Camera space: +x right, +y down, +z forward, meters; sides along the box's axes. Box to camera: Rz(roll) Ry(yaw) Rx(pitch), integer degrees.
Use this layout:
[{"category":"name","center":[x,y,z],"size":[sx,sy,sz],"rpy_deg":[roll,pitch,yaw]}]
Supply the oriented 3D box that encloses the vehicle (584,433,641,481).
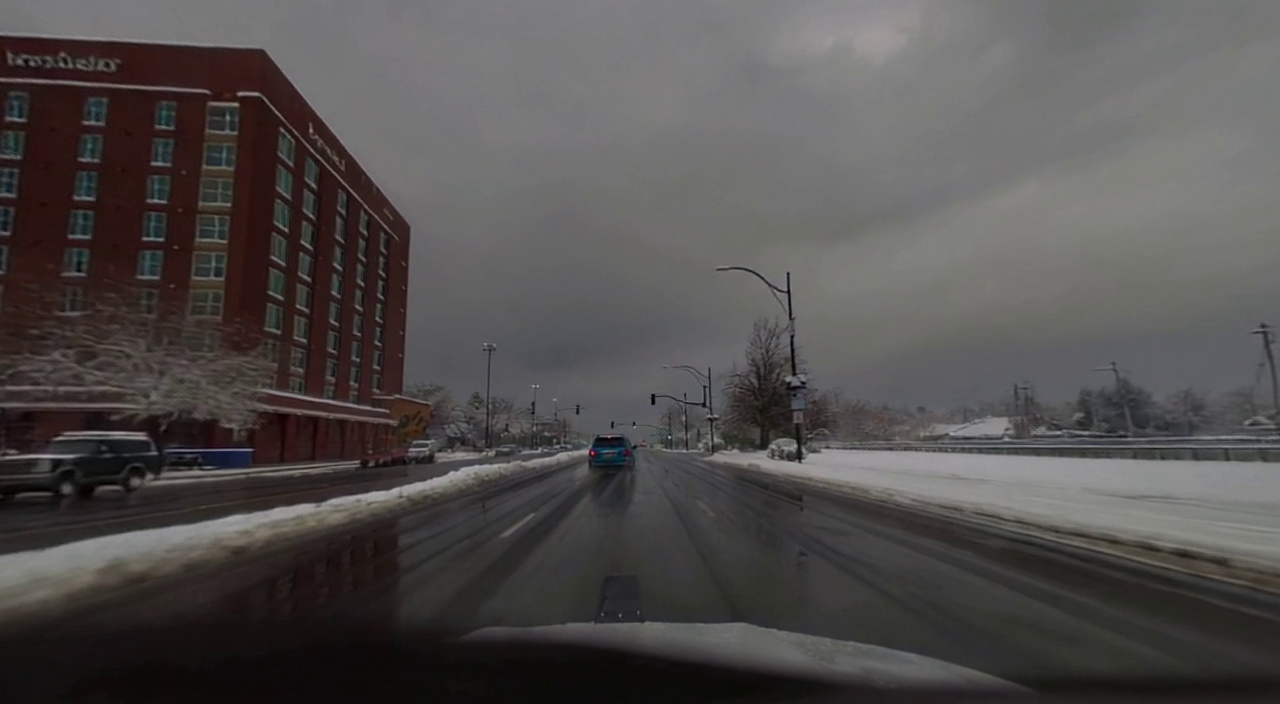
[{"category":"vehicle","center":[-1.002,4.122,24.987],"size":[2.080,1.722,3.766],"rpy_deg":[0,-8,0]}]

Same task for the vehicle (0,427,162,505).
[{"category":"vehicle","center":[-17.953,3.494,19.761],"size":[2.112,2.138,4.888],"rpy_deg":[0,-8,-2]}]
